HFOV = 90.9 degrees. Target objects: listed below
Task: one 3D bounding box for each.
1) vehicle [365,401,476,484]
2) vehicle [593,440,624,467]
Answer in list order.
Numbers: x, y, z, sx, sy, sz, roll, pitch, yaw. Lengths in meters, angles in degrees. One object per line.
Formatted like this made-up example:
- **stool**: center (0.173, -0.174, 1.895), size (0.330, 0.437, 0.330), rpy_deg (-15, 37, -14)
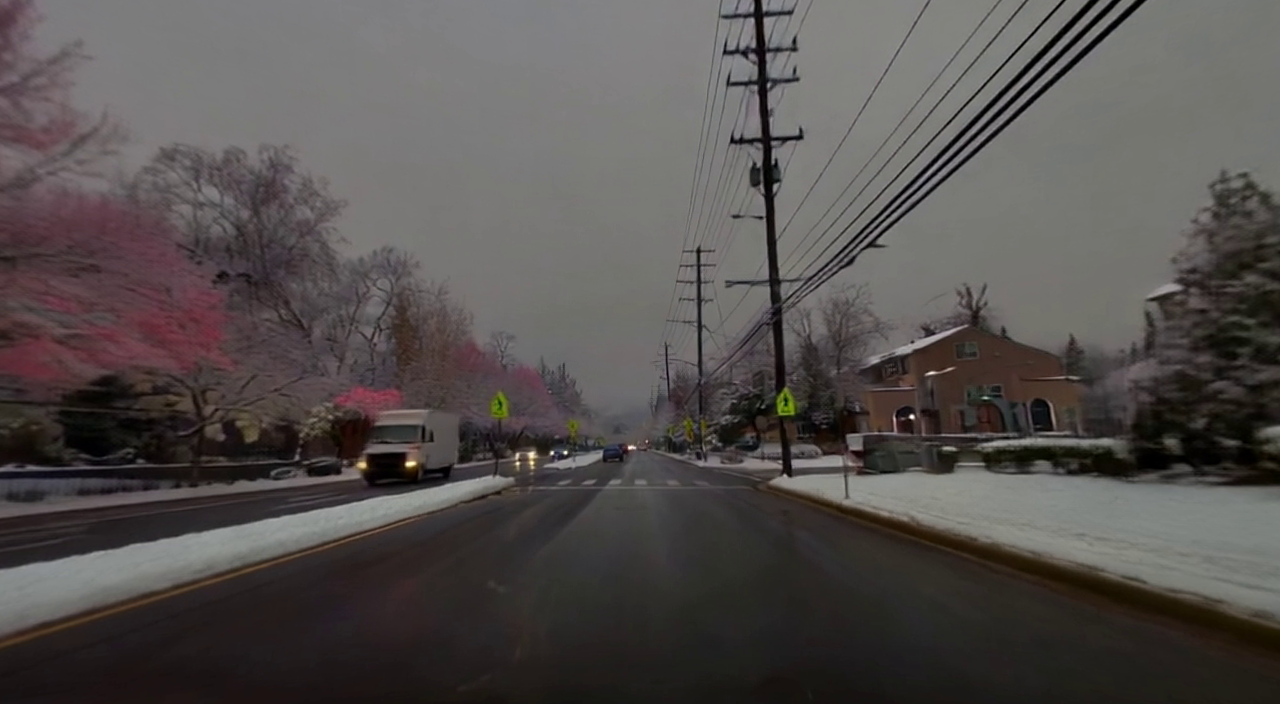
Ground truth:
- **vehicle**: center (-10.846, 4.621, 32.092), size (2.836, 3.663, 7.511), rpy_deg (0, -9, 0)
- **vehicle**: center (-2.395, 7.946, 49.340), size (2.202, 1.961, 4.980), rpy_deg (0, -9, 0)
